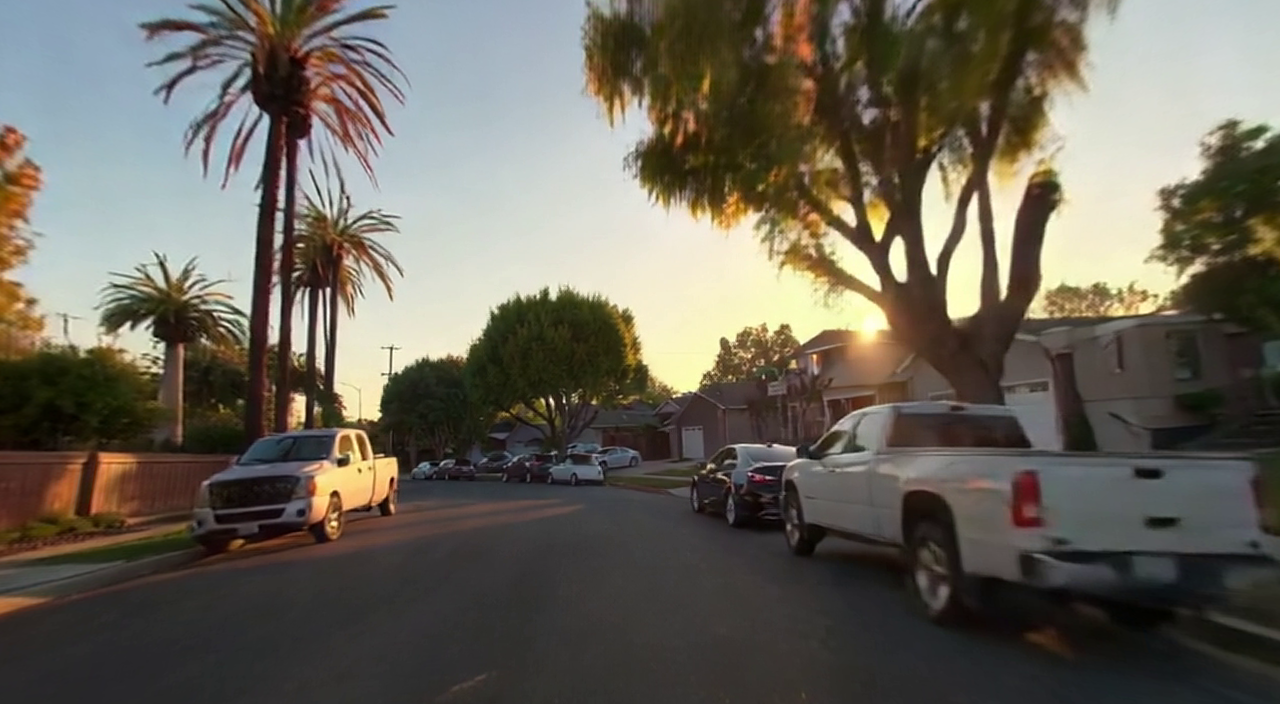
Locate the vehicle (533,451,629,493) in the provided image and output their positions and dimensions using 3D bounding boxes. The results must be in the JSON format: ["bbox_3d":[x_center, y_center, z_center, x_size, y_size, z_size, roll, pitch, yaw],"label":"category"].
[{"bbox_3d":[-2.570,4.885,26.167,2.108,1.503,4.977,5,-10,-29],"label":"vehicle"}]

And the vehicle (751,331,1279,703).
[{"bbox_3d":[2.745,1.240,5.872,2.139,1.997,4.864,1,-8,-5],"label":"vehicle"}]

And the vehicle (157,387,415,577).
[{"bbox_3d":[-5.984,2.238,11.740,2.337,2.289,6.092,-6,-8,-12],"label":"vehicle"}]

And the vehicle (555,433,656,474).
[{"bbox_3d":[-2.033,5.996,37.286,5.510,2.121,2.129,-1,-9,16],"label":"vehicle"}]

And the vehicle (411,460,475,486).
[{"bbox_3d":[-13.008,7.878,41.331,2.006,1.484,4.768,8,-12,-44],"label":"vehicle"}]

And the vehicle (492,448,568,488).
[{"bbox_3d":[-5.475,5.631,30.870,1.918,1.753,4.655,5,-10,-32],"label":"vehicle"}]
